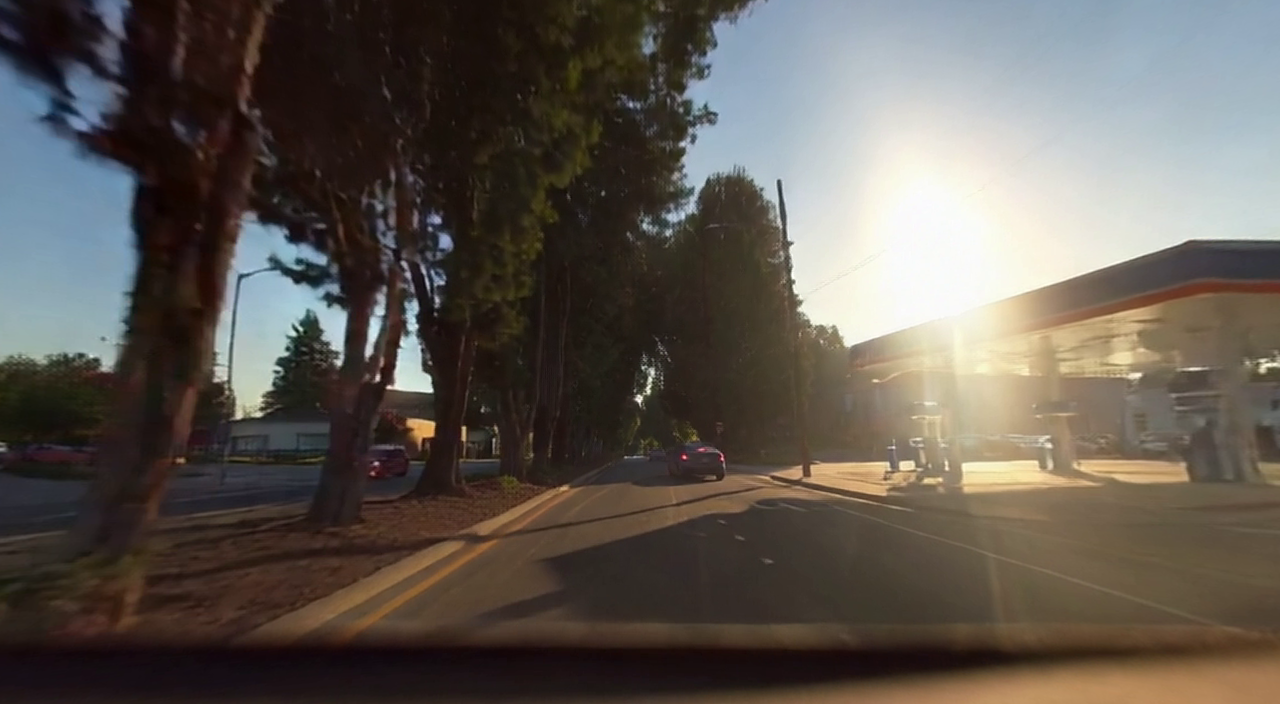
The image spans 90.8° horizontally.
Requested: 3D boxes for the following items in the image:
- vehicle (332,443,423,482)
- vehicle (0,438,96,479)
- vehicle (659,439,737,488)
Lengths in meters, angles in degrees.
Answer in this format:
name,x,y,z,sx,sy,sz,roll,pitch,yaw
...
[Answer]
name,x,y,z,sx,sy,sz,roll,pitch,yaw
vehicle,-10.911,4.590,26.613,1.893,1.480,4.482,0,-9,0
vehicle,-29.813,5.176,30.956,2.116,1.874,4.709,0,-9,-1
vehicle,1.847,3.771,21.667,2.061,1.475,4.296,0,-9,-3
